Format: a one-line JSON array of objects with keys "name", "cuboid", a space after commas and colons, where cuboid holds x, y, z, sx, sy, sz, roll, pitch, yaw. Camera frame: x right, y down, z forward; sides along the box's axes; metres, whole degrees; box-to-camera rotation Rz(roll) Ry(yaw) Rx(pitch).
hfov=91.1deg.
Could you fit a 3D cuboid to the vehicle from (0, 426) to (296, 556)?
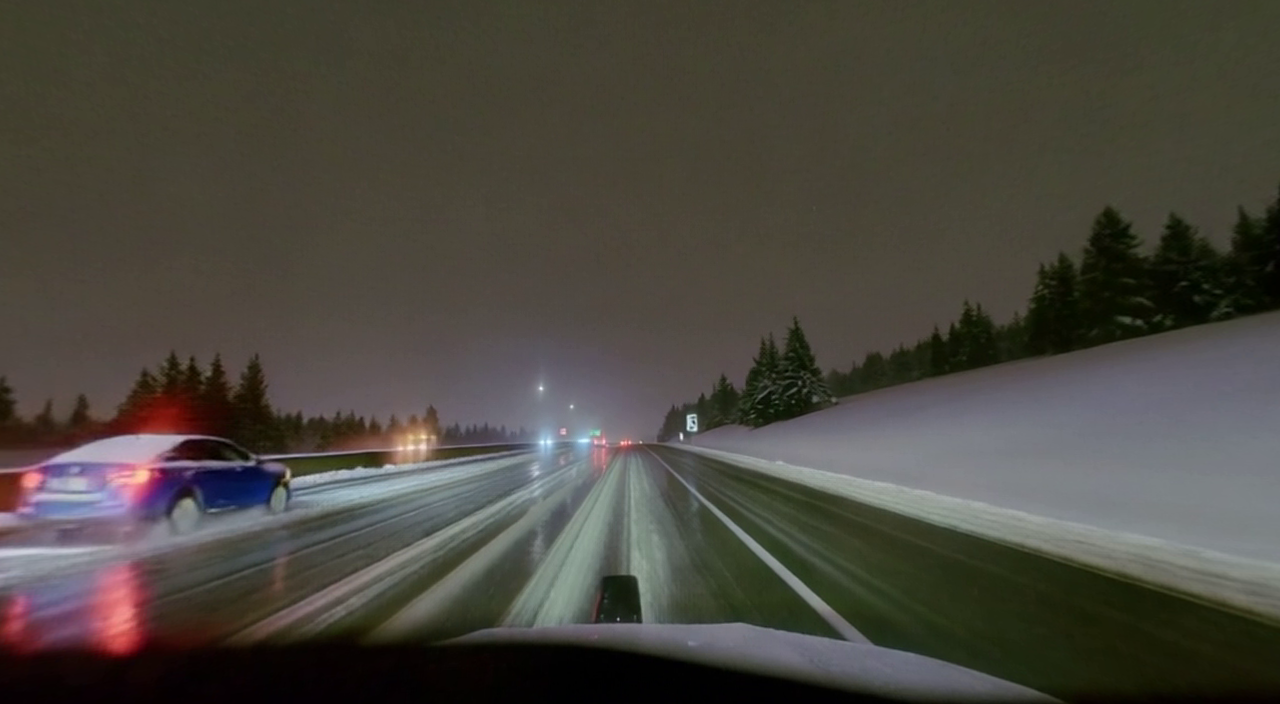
[{"name": "vehicle", "cuboid": [-7.314, 1.885, 9.390, 1.949, 1.465, 4.318, 0, -8, -1]}]
